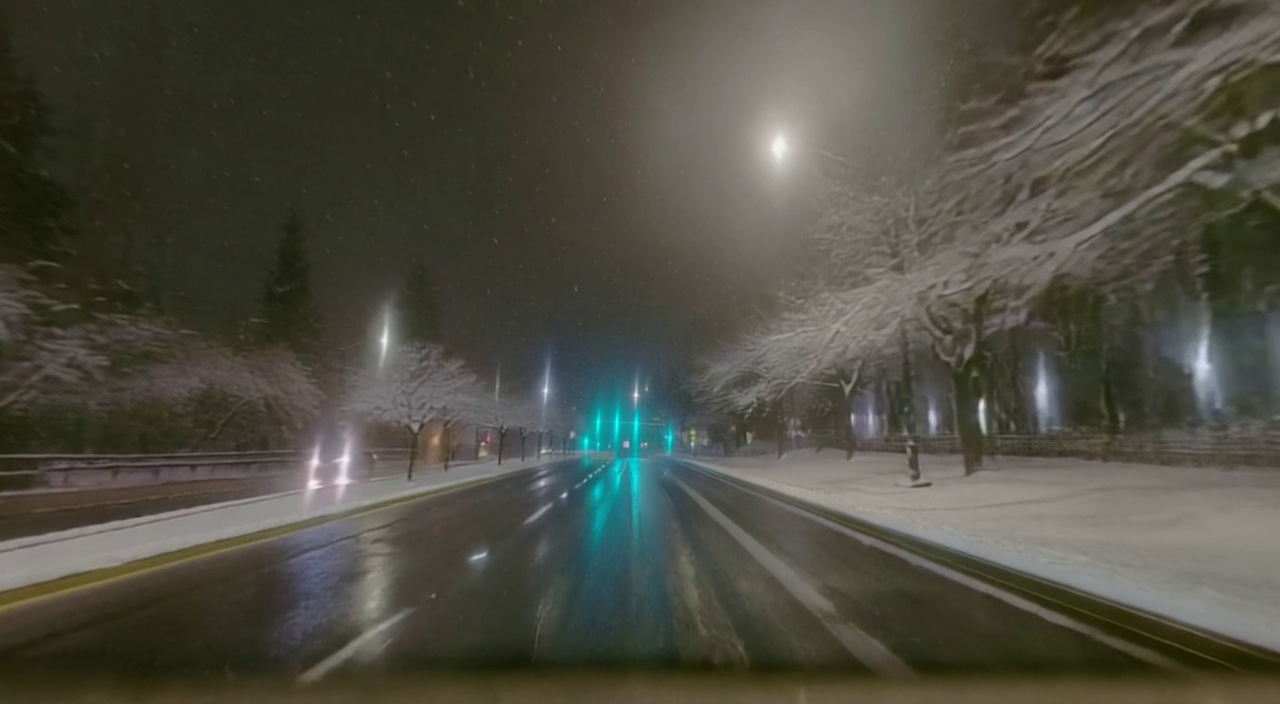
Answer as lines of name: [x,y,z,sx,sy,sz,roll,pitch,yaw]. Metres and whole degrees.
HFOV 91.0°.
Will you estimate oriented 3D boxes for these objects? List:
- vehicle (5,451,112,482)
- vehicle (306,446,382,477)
vehicle: [-34.558,6.791,37.481,4.423,1.705,1.772,0,-9,-1]
vehicle: [-15.669,5.788,33.598,1.862,1.507,4.424,0,-9,0]
